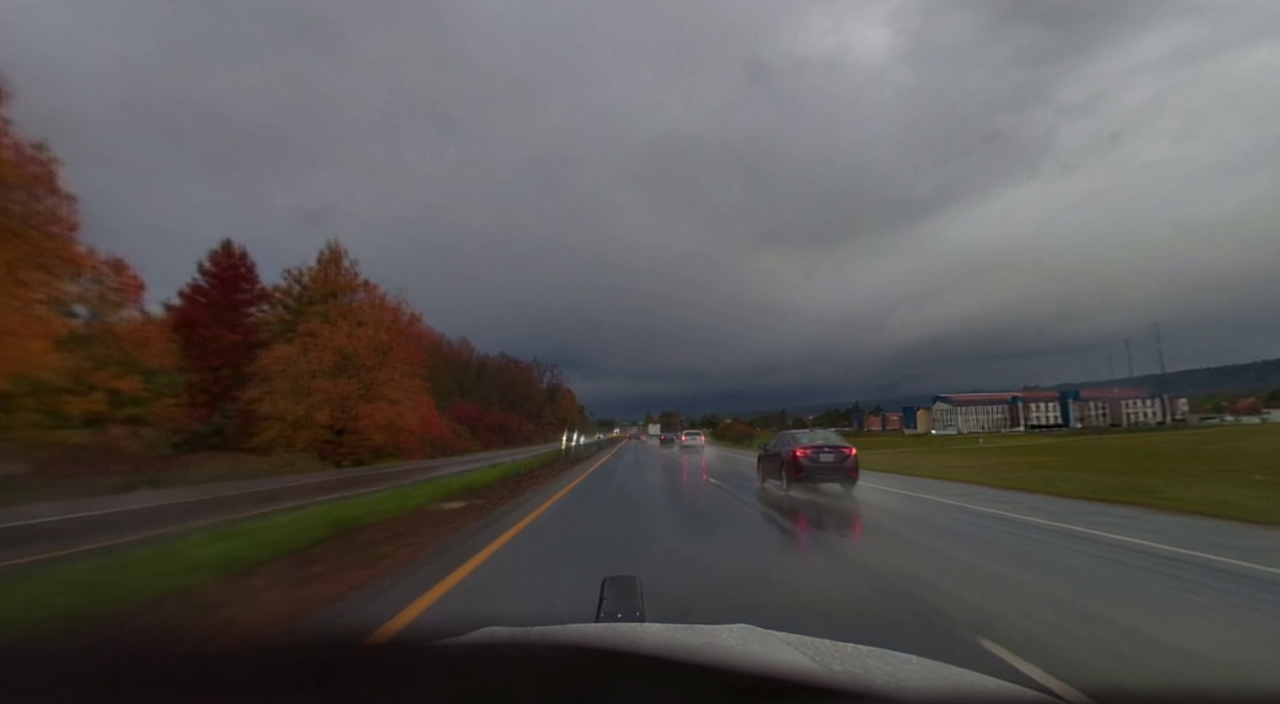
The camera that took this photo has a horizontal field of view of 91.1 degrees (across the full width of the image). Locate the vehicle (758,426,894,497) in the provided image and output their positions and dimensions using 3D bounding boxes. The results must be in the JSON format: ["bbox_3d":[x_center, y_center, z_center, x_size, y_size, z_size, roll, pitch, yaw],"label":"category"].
[{"bbox_3d":[4.414,2.658,15.702,2.024,1.516,4.197,0,-8,-1],"label":"vehicle"}]

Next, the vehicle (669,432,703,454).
[{"bbox_3d":[3.349,6.730,46.455,2.057,1.540,4.158,0,-8,-1],"label":"vehicle"}]
